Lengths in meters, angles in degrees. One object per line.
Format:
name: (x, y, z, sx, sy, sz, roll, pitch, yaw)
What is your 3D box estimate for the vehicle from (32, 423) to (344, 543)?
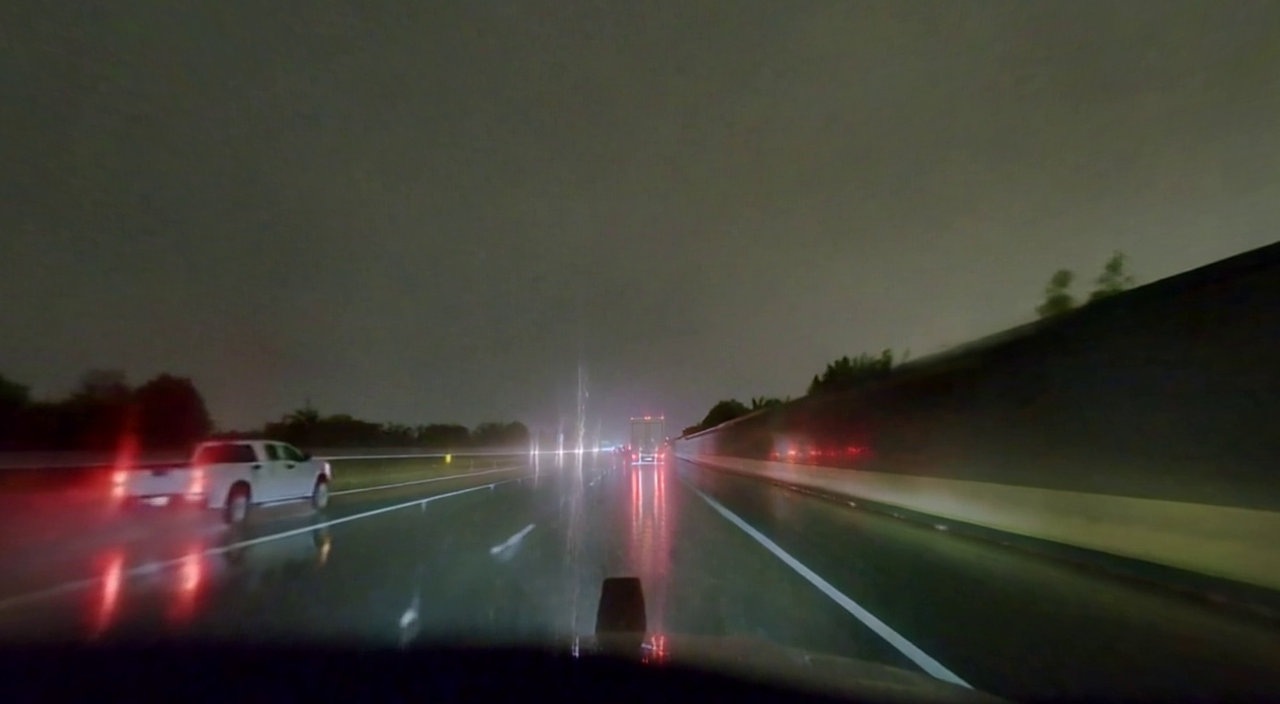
vehicle: (-7.606, 2.252, 11.459, 2.067, 1.676, 4.789, 0, -9, 1)
